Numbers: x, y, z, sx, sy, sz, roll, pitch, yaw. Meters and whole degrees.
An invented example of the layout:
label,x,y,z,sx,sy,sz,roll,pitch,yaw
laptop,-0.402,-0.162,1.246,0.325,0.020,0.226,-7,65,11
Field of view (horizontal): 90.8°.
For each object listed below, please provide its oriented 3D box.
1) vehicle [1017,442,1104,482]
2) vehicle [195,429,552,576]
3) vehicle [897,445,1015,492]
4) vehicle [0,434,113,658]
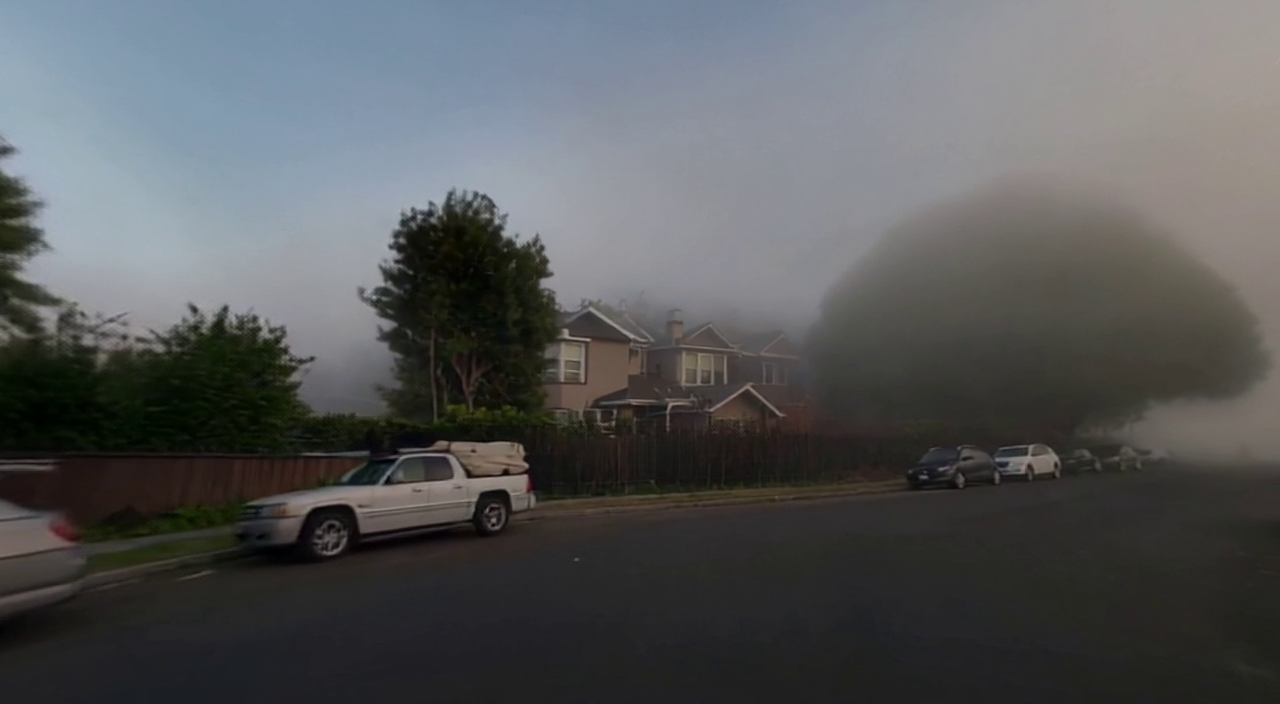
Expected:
label,x,y,z,sx,sy,sz,roll,pitch,yaw
vehicle,19.273,4.968,28.903,4.221,1.673,1.918,6,-11,-38
vehicle,-3.493,1.955,9.121,2.082,1.547,4.217,-6,-10,34
vehicle,11.263,4.043,22.379,4.731,1.478,1.930,7,-11,-40
vehicle,-5.370,1.081,2.750,1.943,1.475,4.701,-4,-10,3
